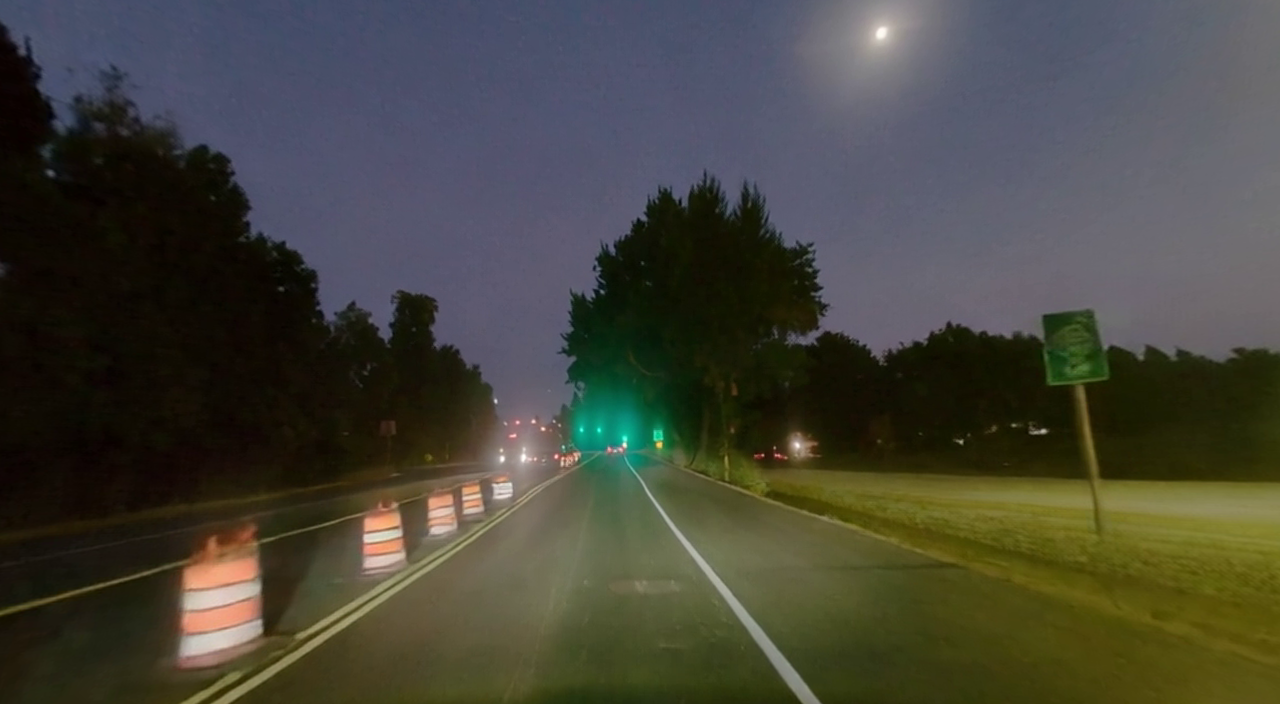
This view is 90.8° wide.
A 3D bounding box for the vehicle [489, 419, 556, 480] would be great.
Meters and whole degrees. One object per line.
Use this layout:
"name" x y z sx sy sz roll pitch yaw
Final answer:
"vehicle" -5.164 4.349 28.399 2.380 2.488 4.028 0 -8 -3
